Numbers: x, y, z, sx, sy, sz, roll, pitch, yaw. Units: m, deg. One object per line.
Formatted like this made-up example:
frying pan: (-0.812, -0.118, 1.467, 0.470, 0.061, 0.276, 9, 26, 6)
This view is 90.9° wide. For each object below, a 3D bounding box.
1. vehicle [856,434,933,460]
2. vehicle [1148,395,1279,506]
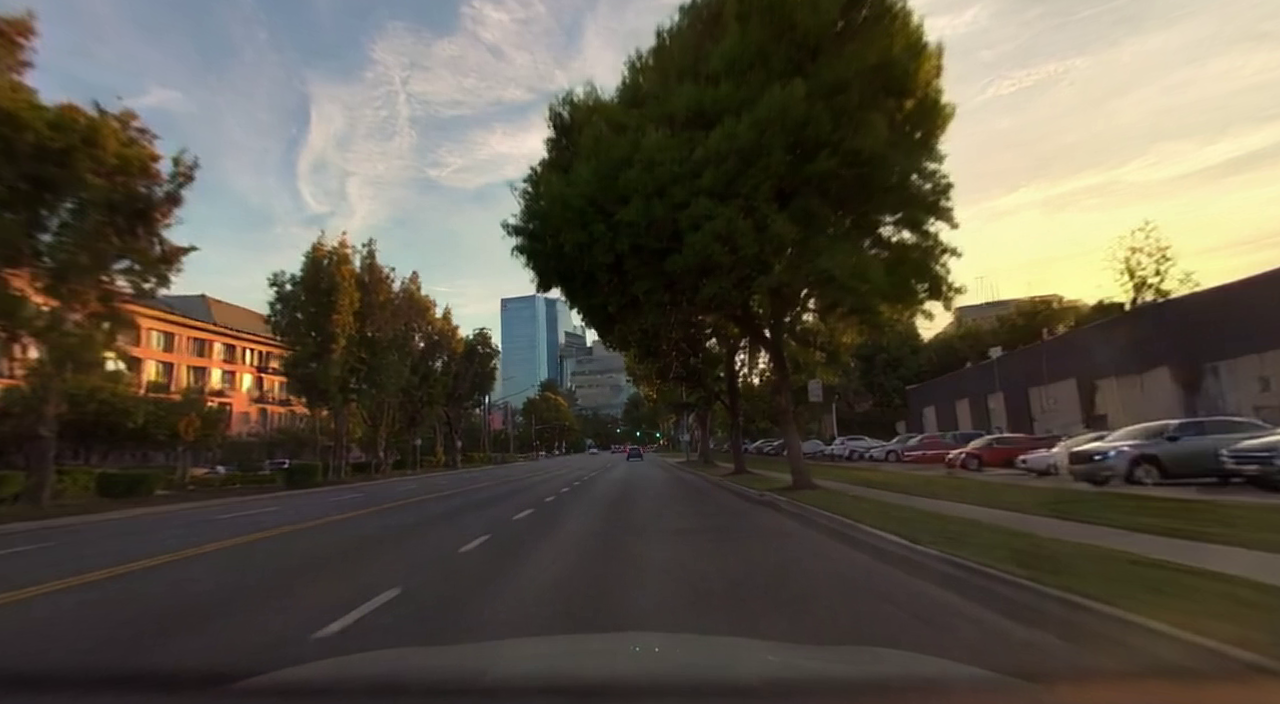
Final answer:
vehicle: (18.021, 6.760, 44.726, 4.653, 1.782, 2.042, 2, -9, -15)
vehicle: (13.711, 1.920, 12.853, 4.771, 2.010, 2.142, -1, -8, -2)
